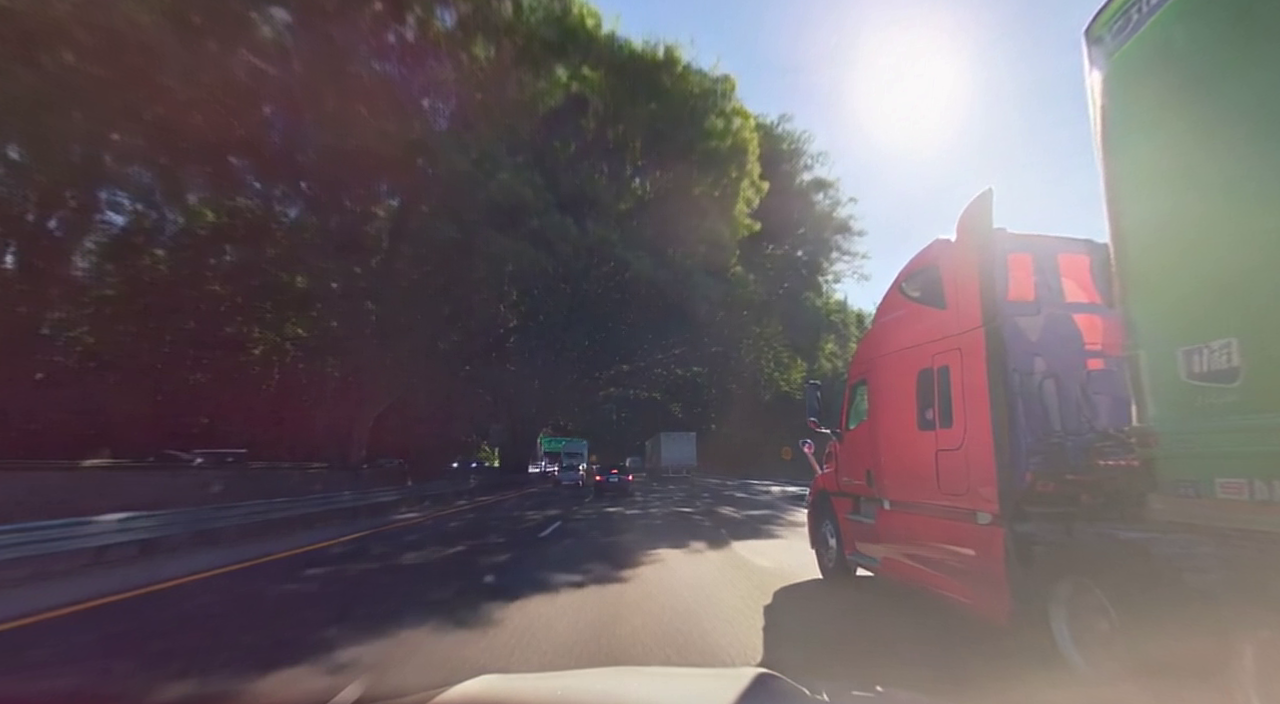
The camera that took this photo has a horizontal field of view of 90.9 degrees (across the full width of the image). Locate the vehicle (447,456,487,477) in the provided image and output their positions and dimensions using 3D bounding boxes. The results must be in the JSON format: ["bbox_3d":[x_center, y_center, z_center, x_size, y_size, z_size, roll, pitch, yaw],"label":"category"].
[{"bbox_3d":[-13.630,9.058,49.946,2.009,1.548,4.603,1,-10,-2],"label":"vehicle"}]

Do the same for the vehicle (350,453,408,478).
[{"bbox_3d":[-17.021,7.436,41.358,1.919,1.504,4.638,1,-10,-1],"label":"vehicle"}]

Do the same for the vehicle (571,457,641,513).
[{"bbox_3d":[-1.045,4.334,20.975,2.010,1.580,4.949,1,-10,-1],"label":"vehicle"}]

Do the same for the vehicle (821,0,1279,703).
[{"bbox_3d":[3.933,-0.272,1.298,2.856,4.040,14.009,1,-10,0],"label":"vehicle"}]
